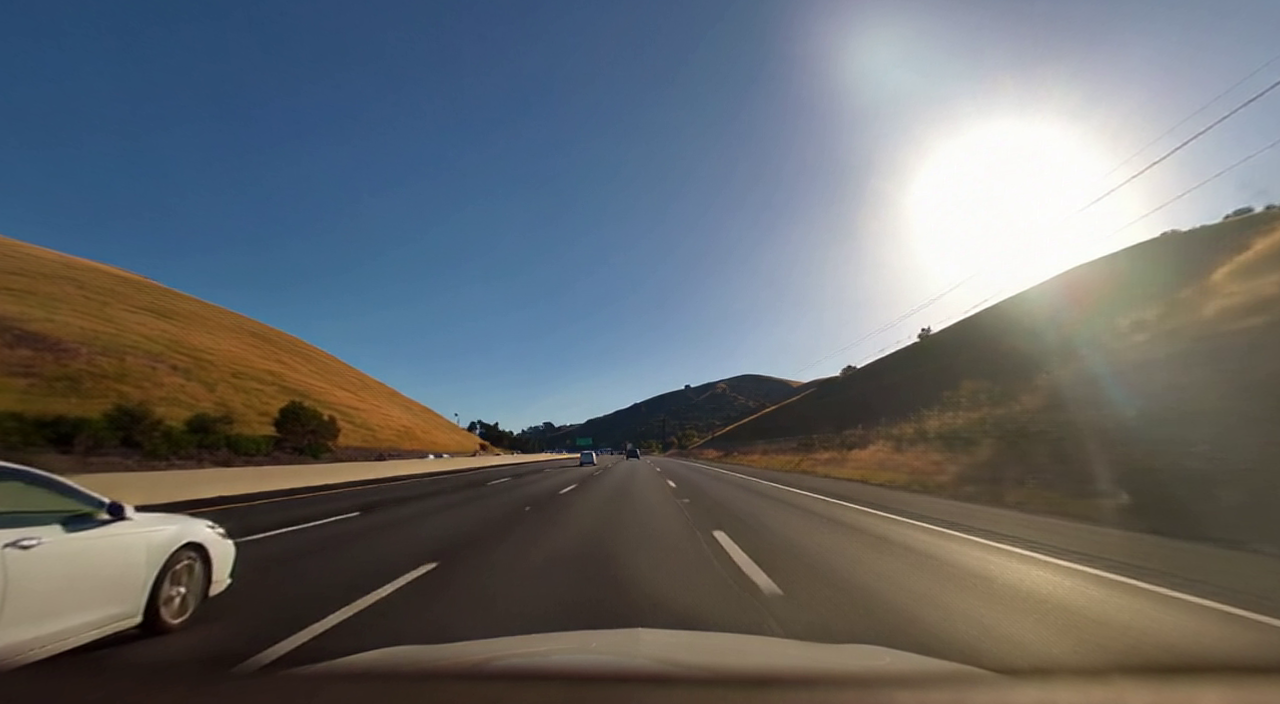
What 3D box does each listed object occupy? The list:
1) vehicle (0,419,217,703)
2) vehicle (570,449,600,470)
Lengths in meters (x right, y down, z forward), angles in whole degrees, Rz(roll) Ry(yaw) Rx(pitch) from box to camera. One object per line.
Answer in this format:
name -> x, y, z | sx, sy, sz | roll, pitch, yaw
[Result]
vehicle -> -4.184, 0.940, 2.150 | 2.064, 1.489, 4.966 | 0, -9, 0
vehicle -> -4.123, 8.110, 47.907 | 1.924, 1.511, 4.079 | 0, -9, 0
